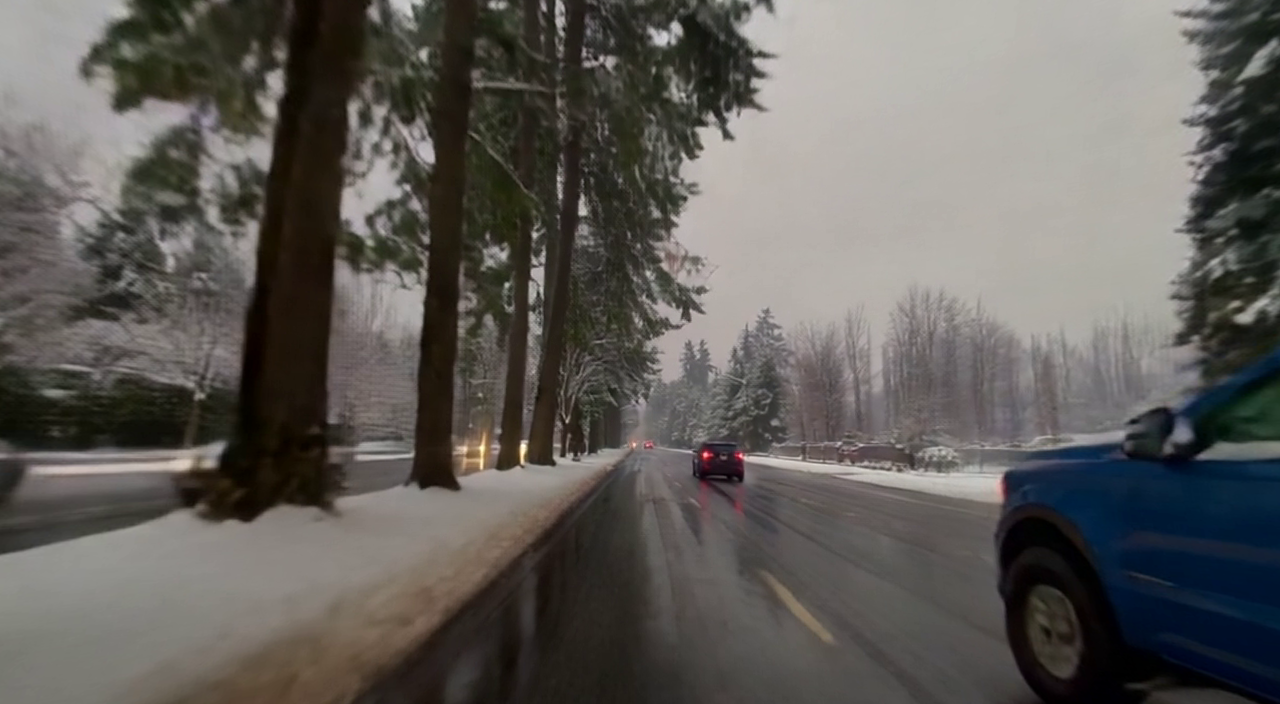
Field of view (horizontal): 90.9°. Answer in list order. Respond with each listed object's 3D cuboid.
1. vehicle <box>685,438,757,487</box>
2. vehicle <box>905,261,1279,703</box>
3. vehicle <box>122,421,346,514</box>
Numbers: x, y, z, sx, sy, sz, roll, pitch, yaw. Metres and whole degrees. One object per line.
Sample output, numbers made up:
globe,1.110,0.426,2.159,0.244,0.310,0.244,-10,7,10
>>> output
vehicle,3.012,4.209,24.392,2.108,1.712,4.616,0,-8,-1
vehicle,3.144,0.660,1.481,2.553,1.942,5.679,0,-8,0
vehicle,-8.582,2.480,13.936,2.070,1.703,4.301,0,-8,0
